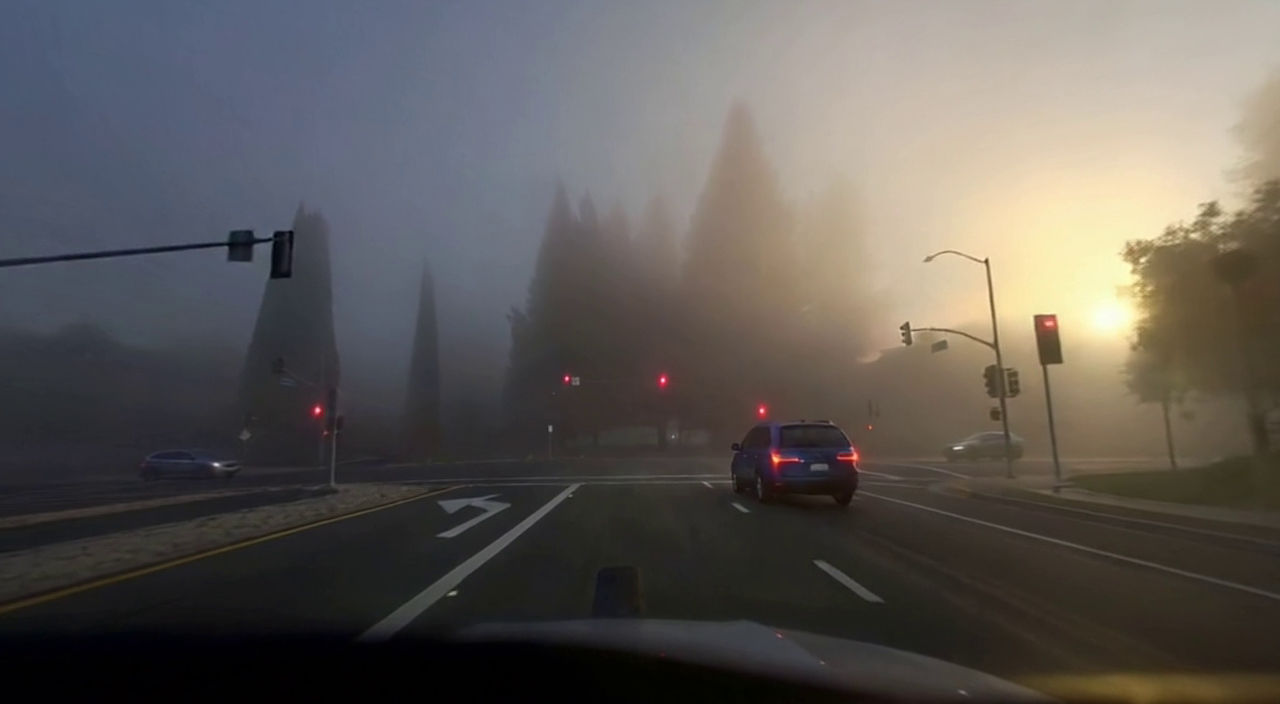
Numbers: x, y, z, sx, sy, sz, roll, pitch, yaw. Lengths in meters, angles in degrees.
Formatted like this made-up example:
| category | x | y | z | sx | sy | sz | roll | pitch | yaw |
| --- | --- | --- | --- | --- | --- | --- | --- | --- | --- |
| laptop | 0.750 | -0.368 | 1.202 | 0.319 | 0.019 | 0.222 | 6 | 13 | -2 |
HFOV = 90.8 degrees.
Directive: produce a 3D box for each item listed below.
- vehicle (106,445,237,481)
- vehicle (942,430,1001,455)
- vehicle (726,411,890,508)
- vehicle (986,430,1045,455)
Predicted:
| category | x | y | z | sx | sy | sz | roll | pitch | yaw |
| --- | --- | --- | --- | --- | --- | --- | --- | --- | --- |
| vehicle | -23.212 | 5.504 | 31.457 | 4.737 | 1.659 | 2.042 | 0 | -9 | -5 |
| vehicle | 24.055 | 6.593 | 45.978 | 1.896 | 1.760 | 4.107 | 0 | -9 | -2 |
| vehicle | 3.478 | 2.384 | 14.330 | 2.229 | 1.795 | 4.927 | 0 | -9 | -2 |
| vehicle | 27.280 | 6.600 | 46.063 | 1.883 | 1.685 | 3.953 | -1 | -9 | 2 |
